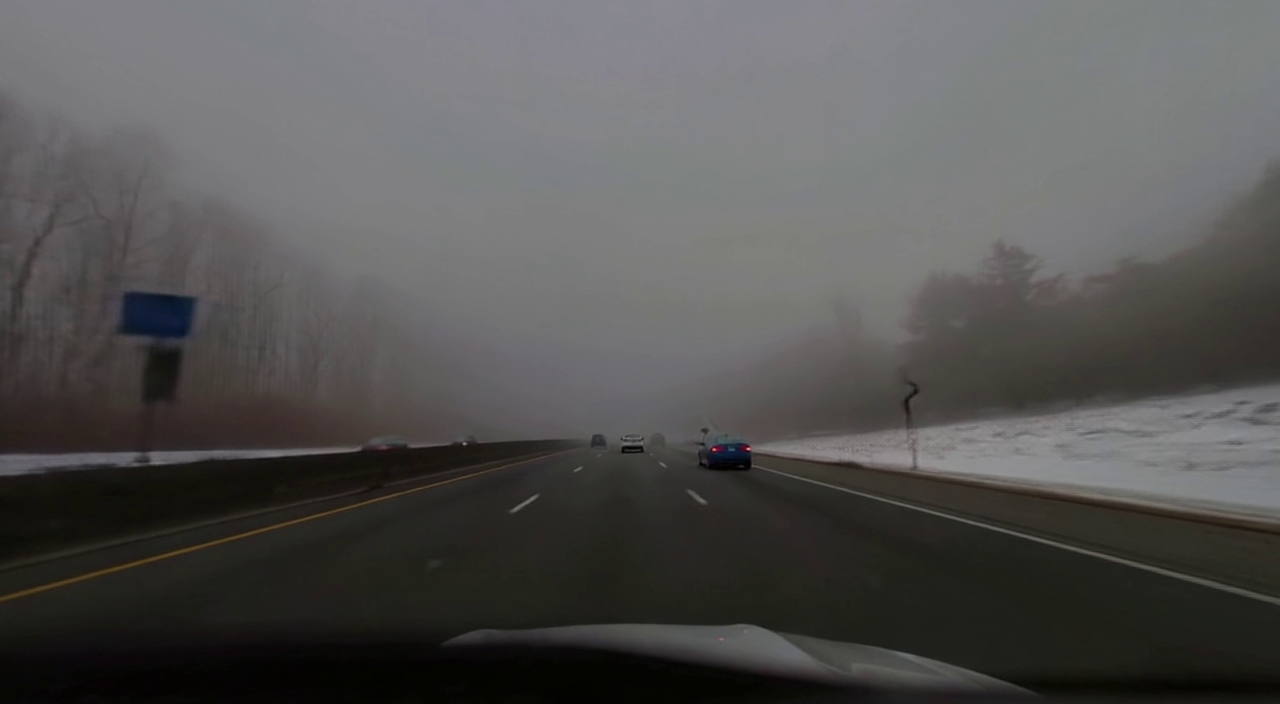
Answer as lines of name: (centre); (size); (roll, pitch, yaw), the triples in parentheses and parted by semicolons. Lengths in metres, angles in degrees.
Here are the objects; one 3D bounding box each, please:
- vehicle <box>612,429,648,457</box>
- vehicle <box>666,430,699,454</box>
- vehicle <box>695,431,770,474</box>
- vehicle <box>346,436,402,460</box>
vehicle: (-0.666, 5.870, 40.631); (2.182, 1.680, 4.253); (0, -8, -1)
vehicle: (3.160, 6.829, 47.791); (2.098, 1.677, 4.275); (0, -8, -1)
vehicle: (3.423, 3.798, 24.237); (2.056, 1.479, 4.660); (0, -8, -2)
vehicle: (-17.185, 6.217, 40.884); (1.842, 1.494, 4.232); (0, -8, -1)
